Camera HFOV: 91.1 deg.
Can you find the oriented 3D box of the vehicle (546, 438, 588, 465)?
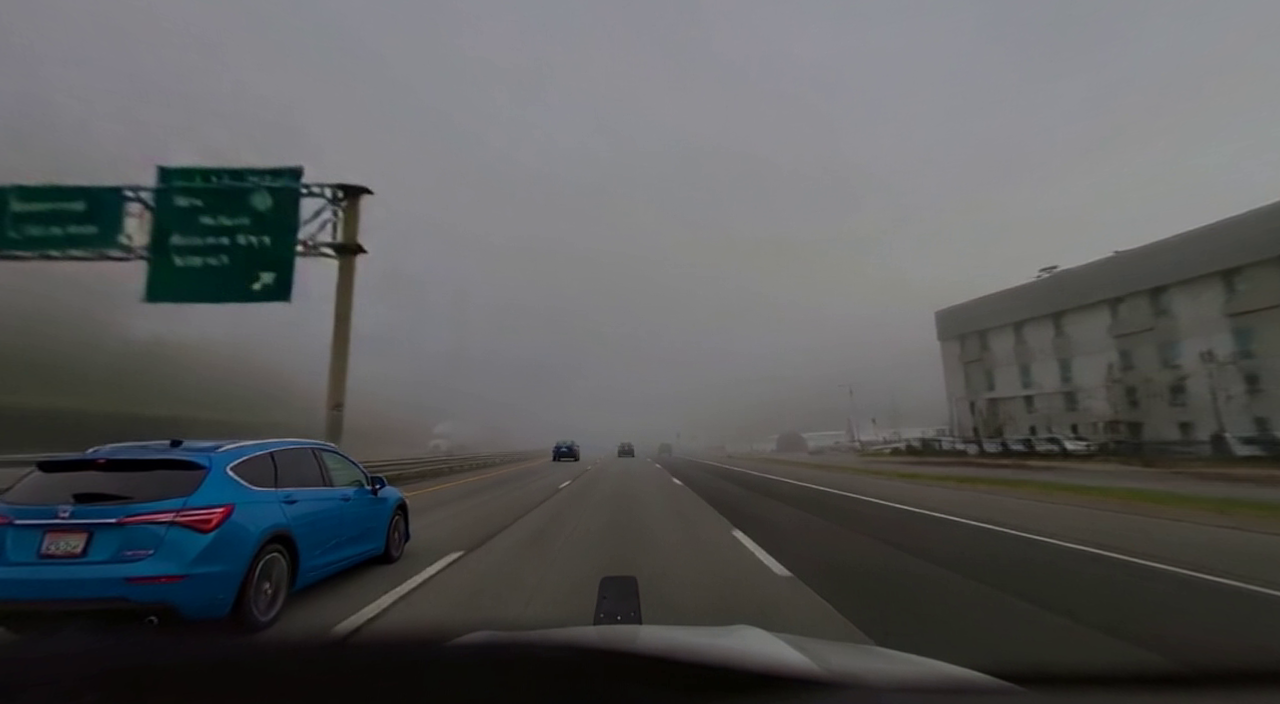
[{"bbox_3d":[-4.530,6.237,39.598,2.271,1.626,4.463,0,-8,-1],"label":"vehicle"}]
